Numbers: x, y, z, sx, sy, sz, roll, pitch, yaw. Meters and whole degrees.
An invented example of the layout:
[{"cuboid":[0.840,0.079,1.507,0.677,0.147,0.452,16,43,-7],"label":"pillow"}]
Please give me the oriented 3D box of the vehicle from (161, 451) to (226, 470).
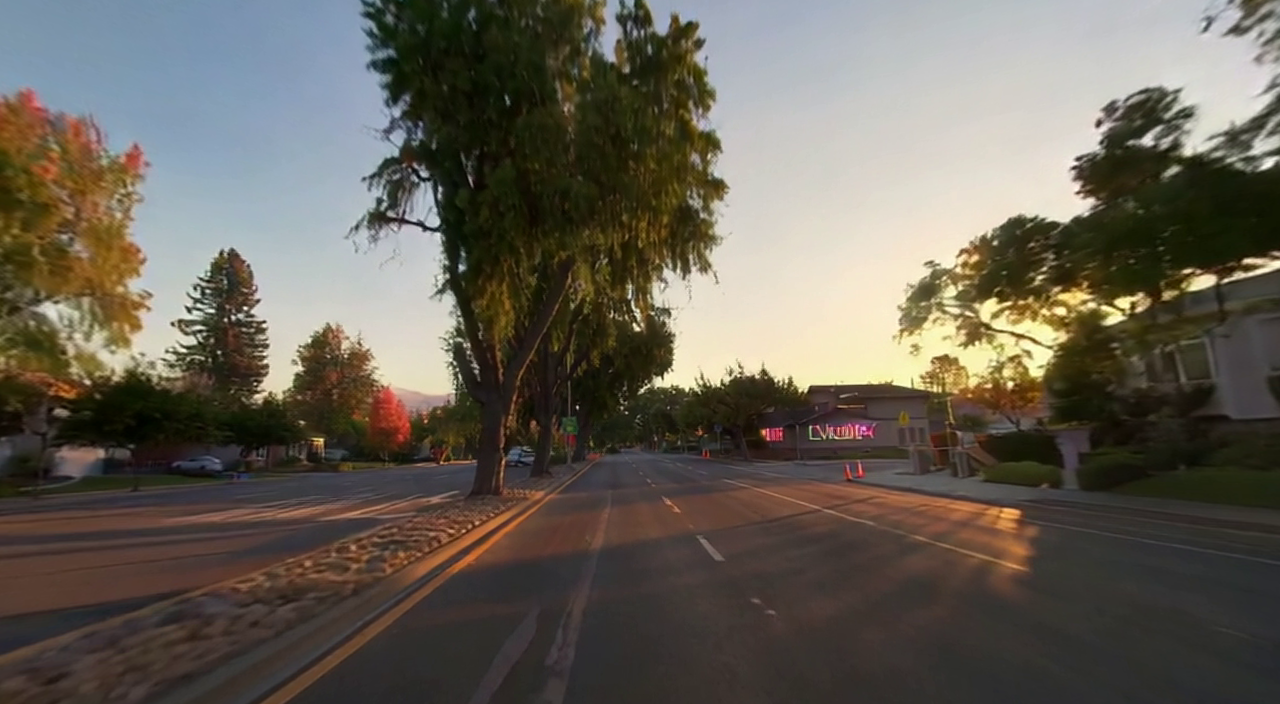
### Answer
[{"cuboid":[-34.271,8.328,48.544,3.732,1.453,1.721,-1,-9,3],"label":"vehicle"}]
